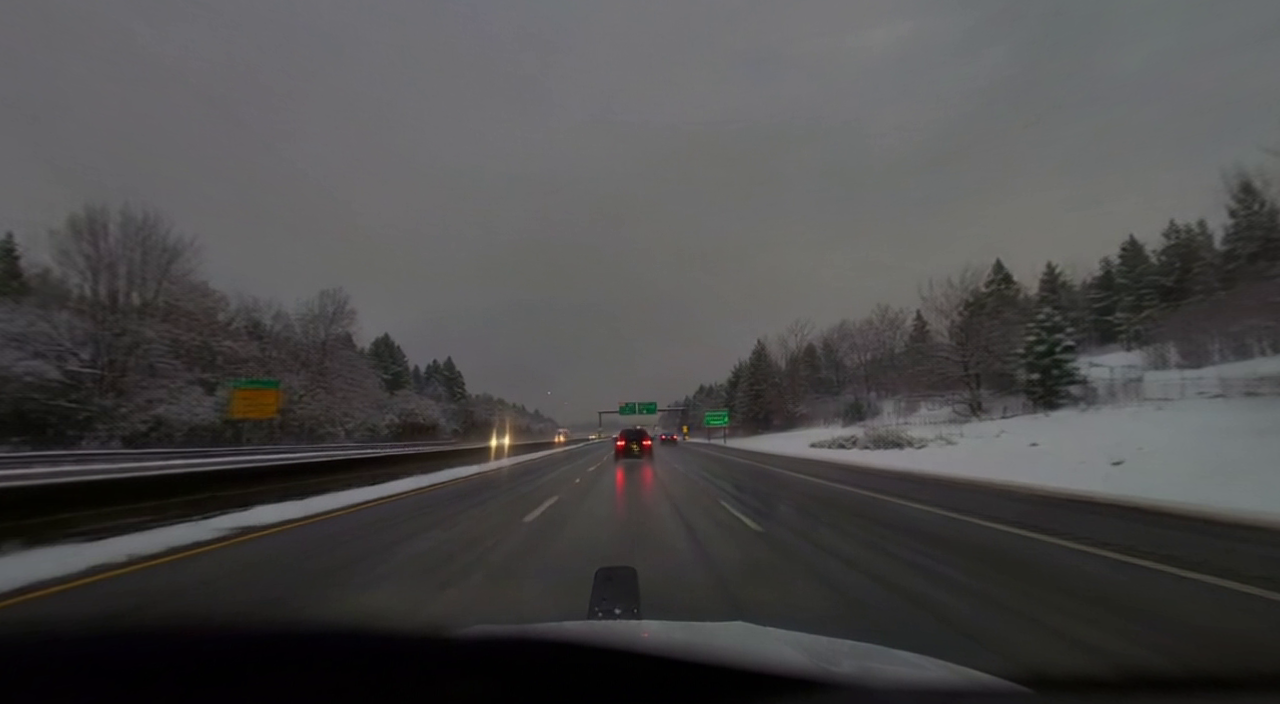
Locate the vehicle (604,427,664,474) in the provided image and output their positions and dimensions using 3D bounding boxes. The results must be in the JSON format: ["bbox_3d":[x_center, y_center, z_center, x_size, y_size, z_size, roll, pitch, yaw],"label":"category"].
[{"bbox_3d":[-0.244,3.685,23.839,2.094,1.600,3.666,0,-8,-1],"label":"vehicle"}]
